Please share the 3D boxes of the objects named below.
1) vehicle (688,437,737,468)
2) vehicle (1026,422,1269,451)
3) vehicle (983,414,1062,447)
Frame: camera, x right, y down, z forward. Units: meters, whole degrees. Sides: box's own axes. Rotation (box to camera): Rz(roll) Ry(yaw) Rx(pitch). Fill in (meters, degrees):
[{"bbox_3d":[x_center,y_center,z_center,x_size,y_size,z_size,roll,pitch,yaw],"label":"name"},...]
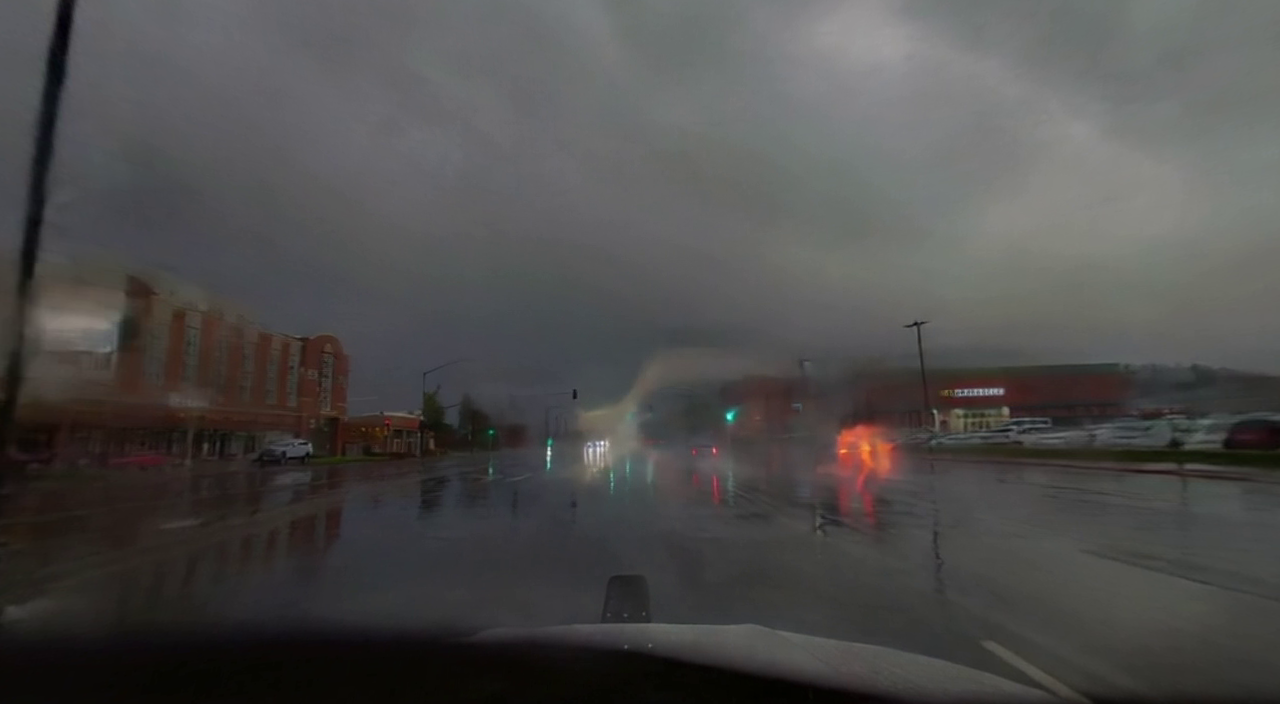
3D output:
[{"bbox_3d":[3.834,5.373,33.924,2.038,1.528,4.259,0,-8,-1],"label":"vehicle"},{"bbox_3d":[26.143,4.581,33.659,2.870,1.165,10.713,-1,-8,-11],"label":"vehicle"},{"bbox_3d":[25.529,5.347,42.354,2.340,2.048,6.148,-2,-9,10],"label":"vehicle"}]
